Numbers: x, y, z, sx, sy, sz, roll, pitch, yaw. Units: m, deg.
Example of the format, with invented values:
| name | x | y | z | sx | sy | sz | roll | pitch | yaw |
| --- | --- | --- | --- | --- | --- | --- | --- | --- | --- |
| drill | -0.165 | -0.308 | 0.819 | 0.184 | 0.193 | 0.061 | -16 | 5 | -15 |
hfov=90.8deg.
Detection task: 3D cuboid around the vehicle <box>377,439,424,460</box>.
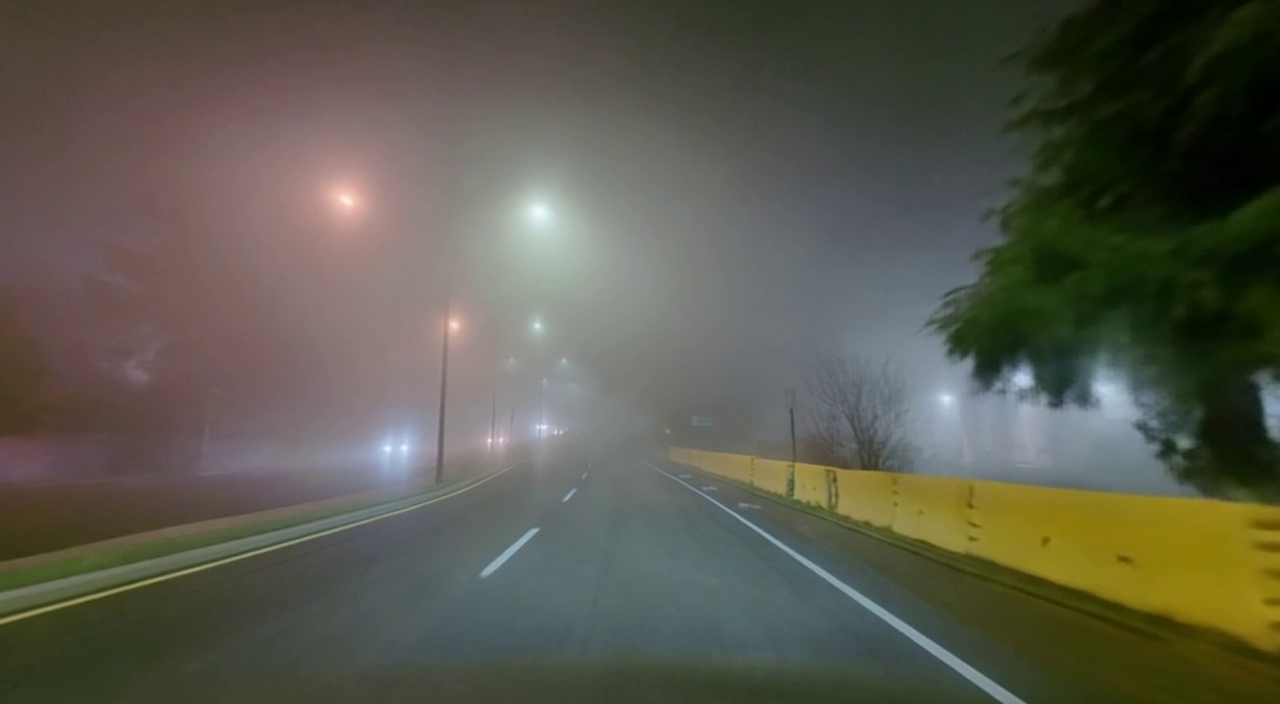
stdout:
| name | x | y | z | sx | sy | sz | roll | pitch | yaw |
| --- | --- | --- | --- | --- | --- | --- | --- | --- | --- |
| vehicle | -18.497 | 7.574 | 49.018 | 1.892 | 1.521 | 4.641 | 0 | -9 | -1 |
